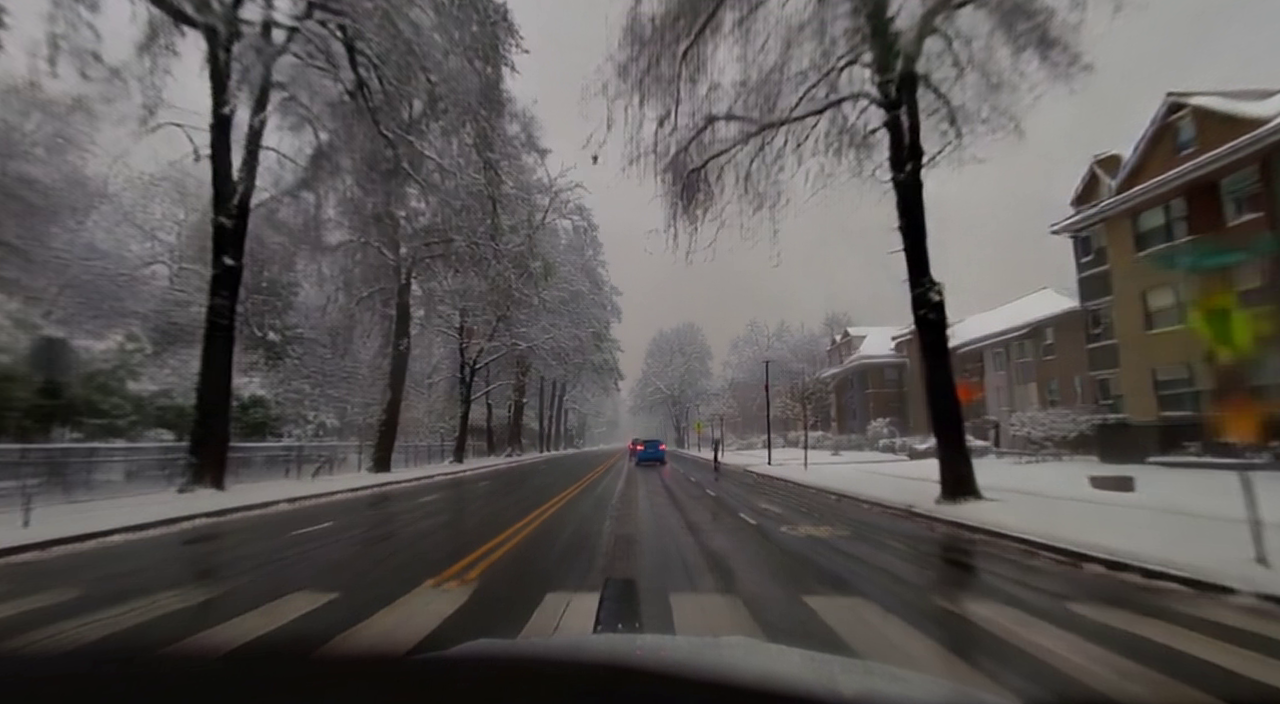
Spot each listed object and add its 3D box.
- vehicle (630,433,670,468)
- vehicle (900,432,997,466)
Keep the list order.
[{"bbox_3d":[0.461,5.079,32.655,1.981,1.703,3.691,0,-8,-1],"label":"vehicle"},{"bbox_3d":[17.178,5.429,35.215,4.237,1.819,2.245,0,-8,0],"label":"vehicle"}]
